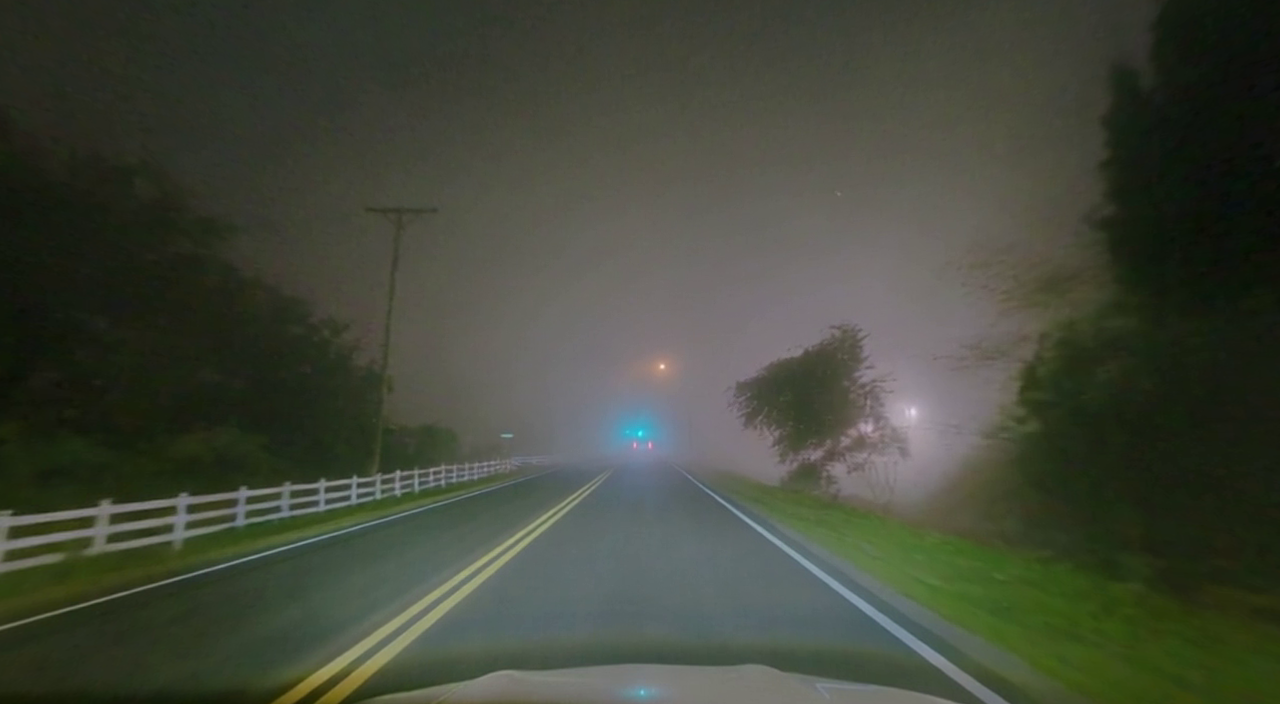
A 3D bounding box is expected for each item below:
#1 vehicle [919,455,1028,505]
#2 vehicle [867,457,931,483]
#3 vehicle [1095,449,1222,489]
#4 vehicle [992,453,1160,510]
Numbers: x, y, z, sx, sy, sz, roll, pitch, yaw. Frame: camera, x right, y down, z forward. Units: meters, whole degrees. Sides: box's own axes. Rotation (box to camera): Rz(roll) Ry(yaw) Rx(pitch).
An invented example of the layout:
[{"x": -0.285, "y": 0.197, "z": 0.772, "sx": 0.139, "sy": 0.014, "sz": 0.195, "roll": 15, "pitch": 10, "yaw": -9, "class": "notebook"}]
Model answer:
[{"x": 14.402, "y": 5.517, "z": 27.667, "sx": 2.009, "sy": 1.781, "sz": 5.311, "roll": -1, "pitch": -8, "yaw": 2, "class": "vehicle"}, {"x": 16.183, "y": 7.383, "z": 39.645, "sx": 2.001, "sy": 1.450, "sz": 4.481, "roll": 0, "pitch": -8, "yaw": -2, "class": "vehicle"}, {"x": 21.479, "y": 4.843, "z": 26.321, "sx": 1.782, "sy": 1.451, "sz": 3.741, "roll": -2, "pitch": -9, "yaw": -7, "class": "vehicle"}, {"x": 18.263, "y": 5.393, "z": 26.897, "sx": 2.328, "sy": 1.955, "sz": 5.699, "roll": -3, "pitch": -9, "yaw": -11, "class": "vehicle"}]
